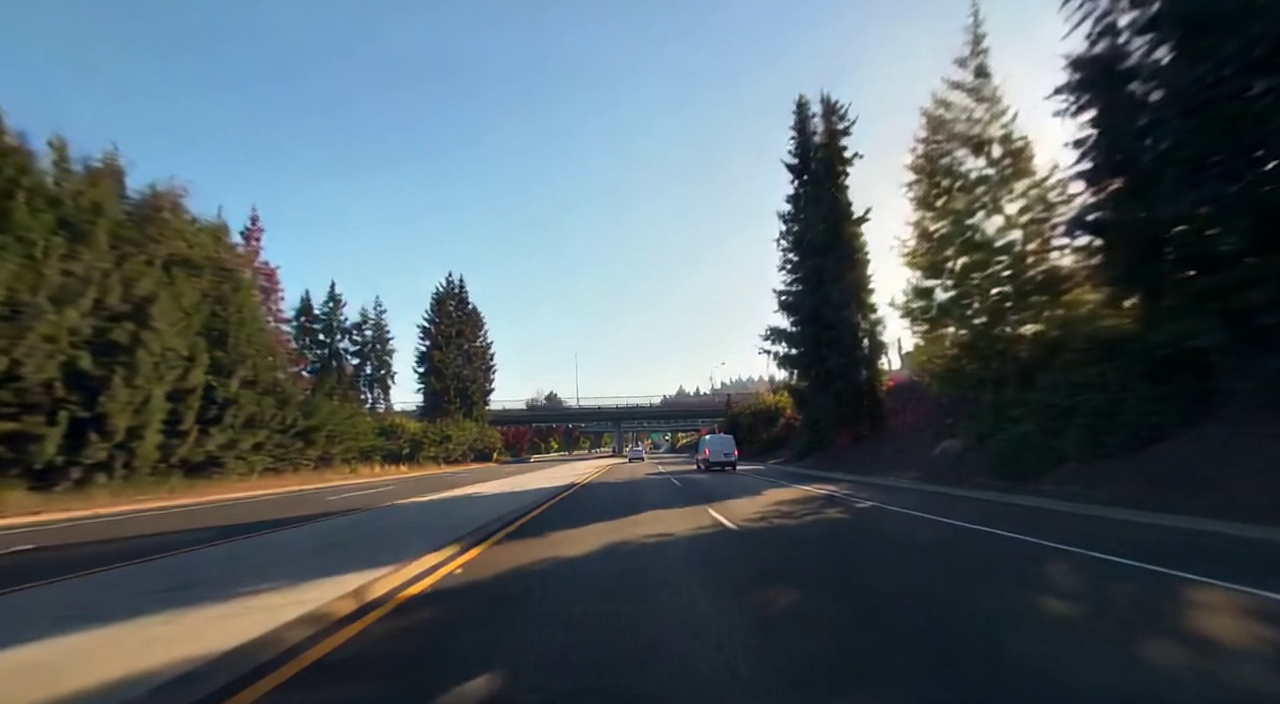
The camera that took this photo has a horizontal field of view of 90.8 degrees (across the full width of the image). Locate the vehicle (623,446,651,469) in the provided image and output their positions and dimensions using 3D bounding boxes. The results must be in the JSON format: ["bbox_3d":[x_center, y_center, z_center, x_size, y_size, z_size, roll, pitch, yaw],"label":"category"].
[{"bbox_3d":[-0.184,7.805,46.656,2.013,1.584,3.995,0,-9,0],"label":"vehicle"}]

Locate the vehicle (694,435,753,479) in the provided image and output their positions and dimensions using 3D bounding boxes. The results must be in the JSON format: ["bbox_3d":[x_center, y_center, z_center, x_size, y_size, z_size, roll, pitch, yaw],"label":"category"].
[{"bbox_3d":[4.067,5.220,31.665,2.152,1.998,5.380,0,-9,-1],"label":"vehicle"}]
